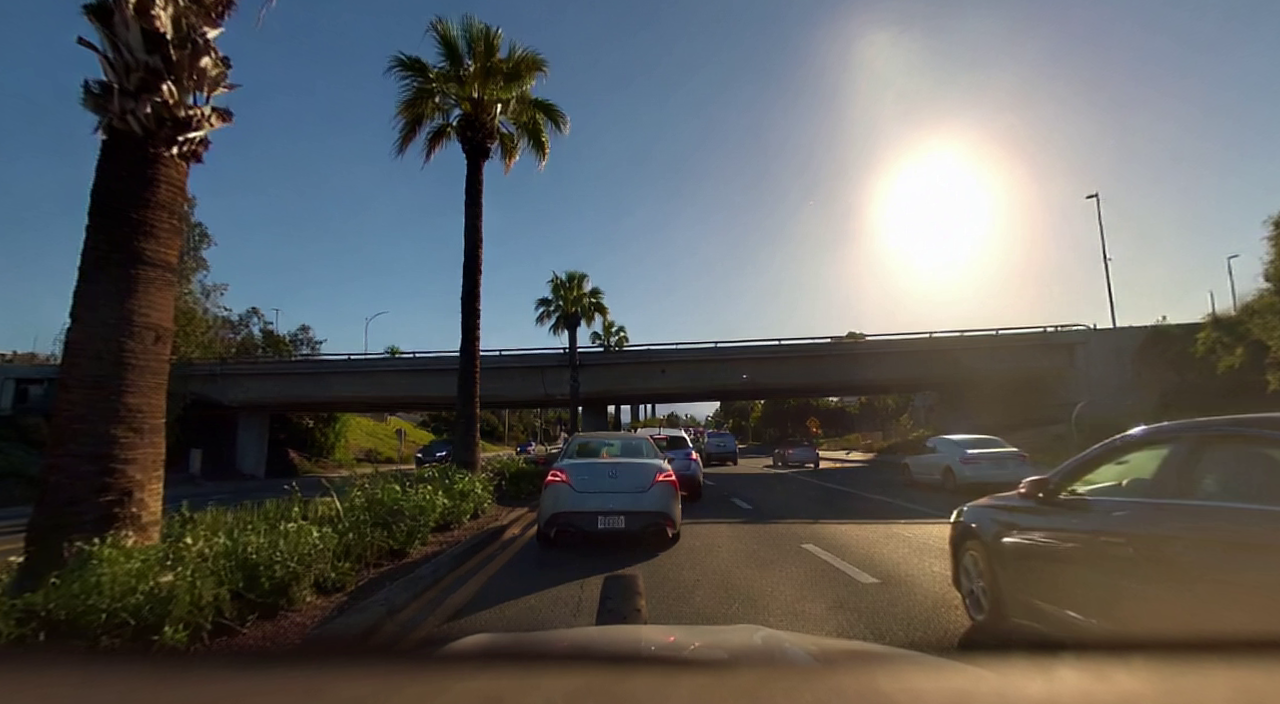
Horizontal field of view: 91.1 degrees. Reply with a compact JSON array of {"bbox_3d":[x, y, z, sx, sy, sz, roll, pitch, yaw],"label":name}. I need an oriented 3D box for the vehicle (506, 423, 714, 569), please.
[{"bbox_3d":[-0.258,1.805,8.632,2.172,1.506,4.018,0,-8,2],"label":"vehicle"}]

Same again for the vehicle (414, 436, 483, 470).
[{"bbox_3d":[-11.894,6.302,39.507,2.386,1.943,5.700,0,-8,1],"label":"vehicle"}]

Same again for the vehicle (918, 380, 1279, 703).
[{"bbox_3d":[3.386,0.966,2.943,2.034,1.517,4.840,0,-8,1],"label":"vehicle"}]

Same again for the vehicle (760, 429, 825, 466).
[{"bbox_3d":[8.031,5.129,33.648,2.242,1.817,4.837,0,-8,0],"label":"vehicle"}]

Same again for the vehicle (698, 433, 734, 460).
[{"bbox_3d":[5.048,6.306,42.048,1.947,1.716,4.110,0,-8,0],"label":"vehicle"}]
